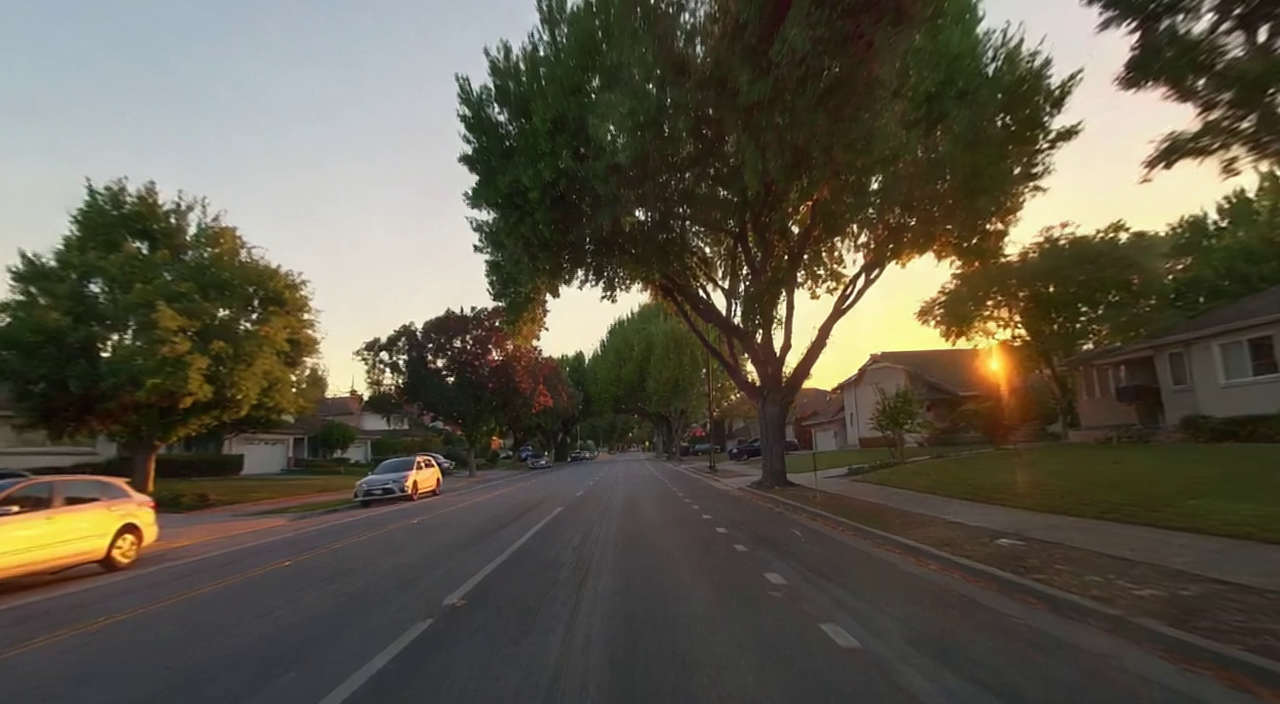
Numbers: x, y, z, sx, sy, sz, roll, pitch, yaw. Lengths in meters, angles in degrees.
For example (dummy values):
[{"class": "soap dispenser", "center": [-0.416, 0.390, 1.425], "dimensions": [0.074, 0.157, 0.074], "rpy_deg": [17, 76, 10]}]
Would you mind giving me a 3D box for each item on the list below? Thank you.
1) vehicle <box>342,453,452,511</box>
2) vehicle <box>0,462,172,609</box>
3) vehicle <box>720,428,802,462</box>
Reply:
[{"class": "vehicle", "center": [-7.848, 4.187, 20.855], "dimensions": [1.919, 1.492, 4.547], "rpy_deg": [-5, -9, -2]}, {"class": "vehicle", "center": [-7.589, 2.018, 6.729], "dimensions": [1.899, 1.467, 4.466], "rpy_deg": [-5, -9, -1]}, {"class": "vehicle", "center": [8.451, 6.542, 44.362], "dimensions": [5.221, 1.958, 1.992], "rpy_deg": [-4, -9, -1]}]
